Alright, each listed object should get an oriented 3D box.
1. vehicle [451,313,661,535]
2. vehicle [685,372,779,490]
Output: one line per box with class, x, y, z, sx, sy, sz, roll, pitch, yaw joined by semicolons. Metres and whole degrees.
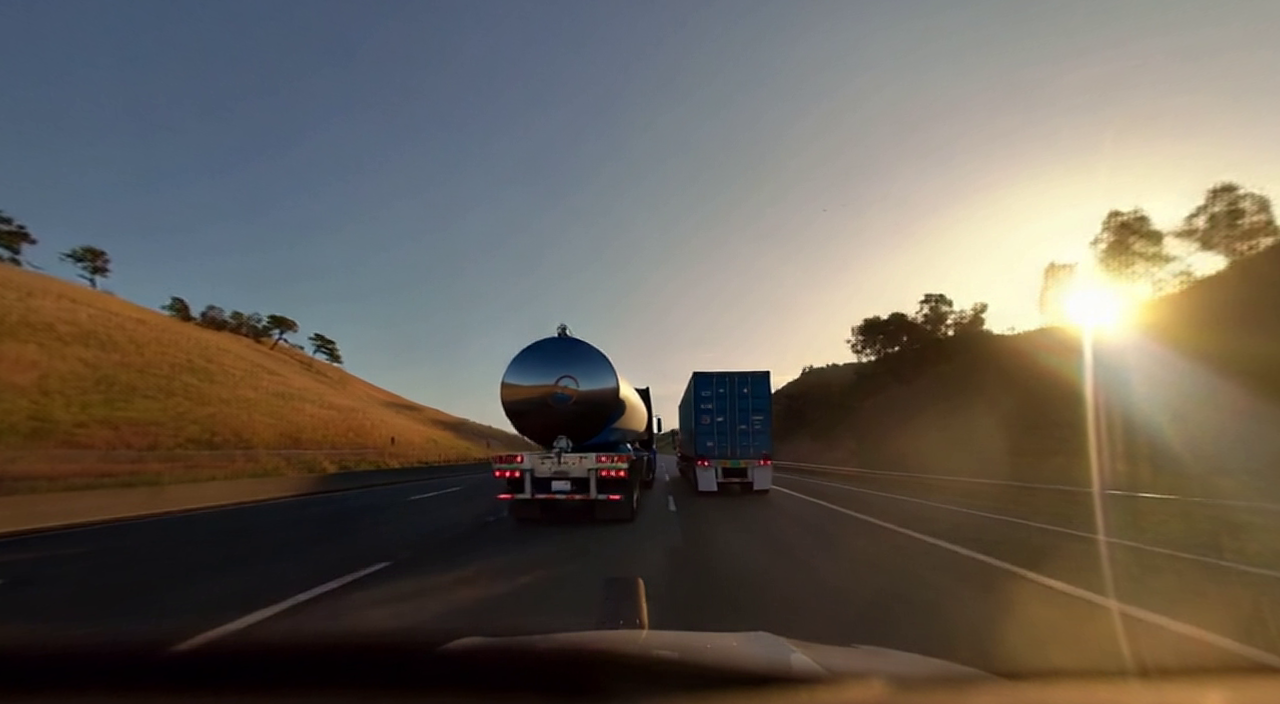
vehicle;-1.083;2.448;18.978;3.267;3.655;17.154;0;-9;2
vehicle;3.521;3.533;27.207;2.942;4.003;11.297;0;-9;3
